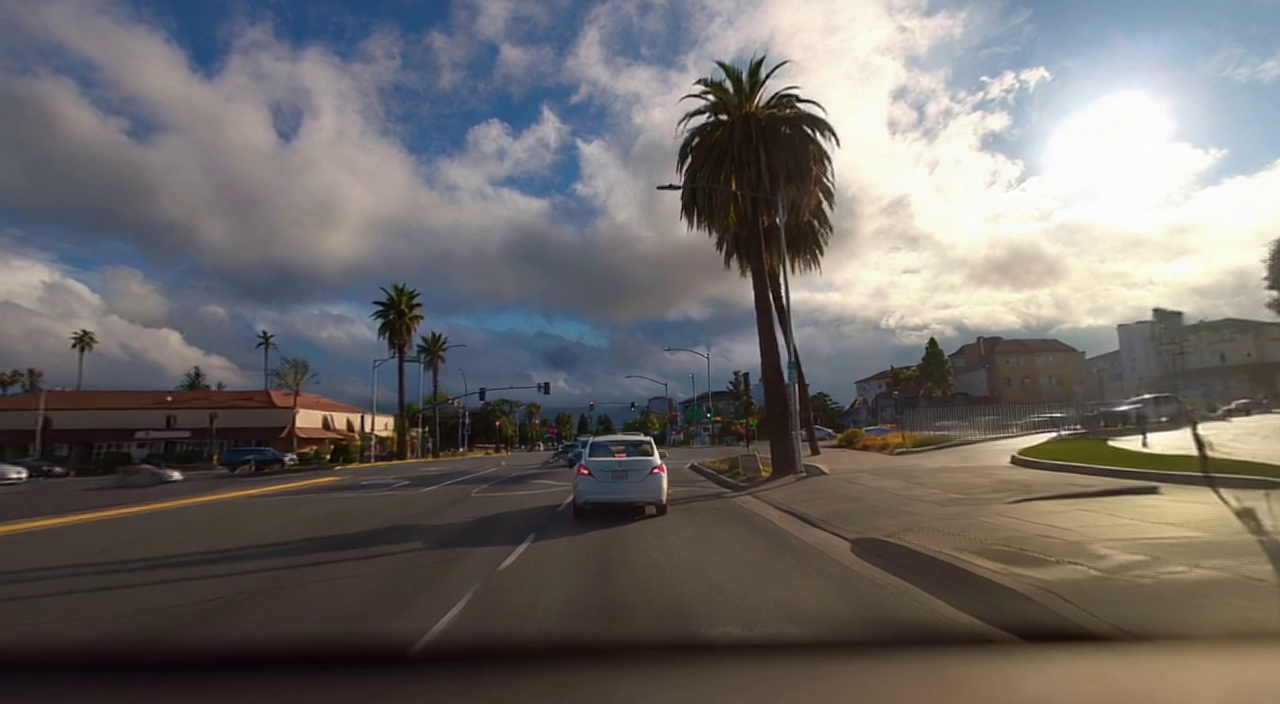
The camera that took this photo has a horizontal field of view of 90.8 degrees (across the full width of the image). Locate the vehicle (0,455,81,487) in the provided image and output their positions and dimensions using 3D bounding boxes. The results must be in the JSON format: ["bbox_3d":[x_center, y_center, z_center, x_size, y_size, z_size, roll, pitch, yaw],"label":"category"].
[{"bbox_3d":[-36.334,7.108,38.001,1.757,1.803,4.000,0,-9,-3],"label":"vehicle"}]

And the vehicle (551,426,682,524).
[{"bbox_3d":[-0.384,2.231,11.926,2.060,1.526,3.859,0,-9,-1],"label":"vehicle"}]

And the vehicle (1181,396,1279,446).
[{"bbox_3d":[19.338,2.152,19.462,3.730,1.436,1.578,-1,-9,2],"label":"vehicle"}]

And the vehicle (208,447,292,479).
[{"bbox_3d":[-23.029,6.521,37.532,1.990,1.752,4.673,0,-9,0],"label":"vehicle"}]
